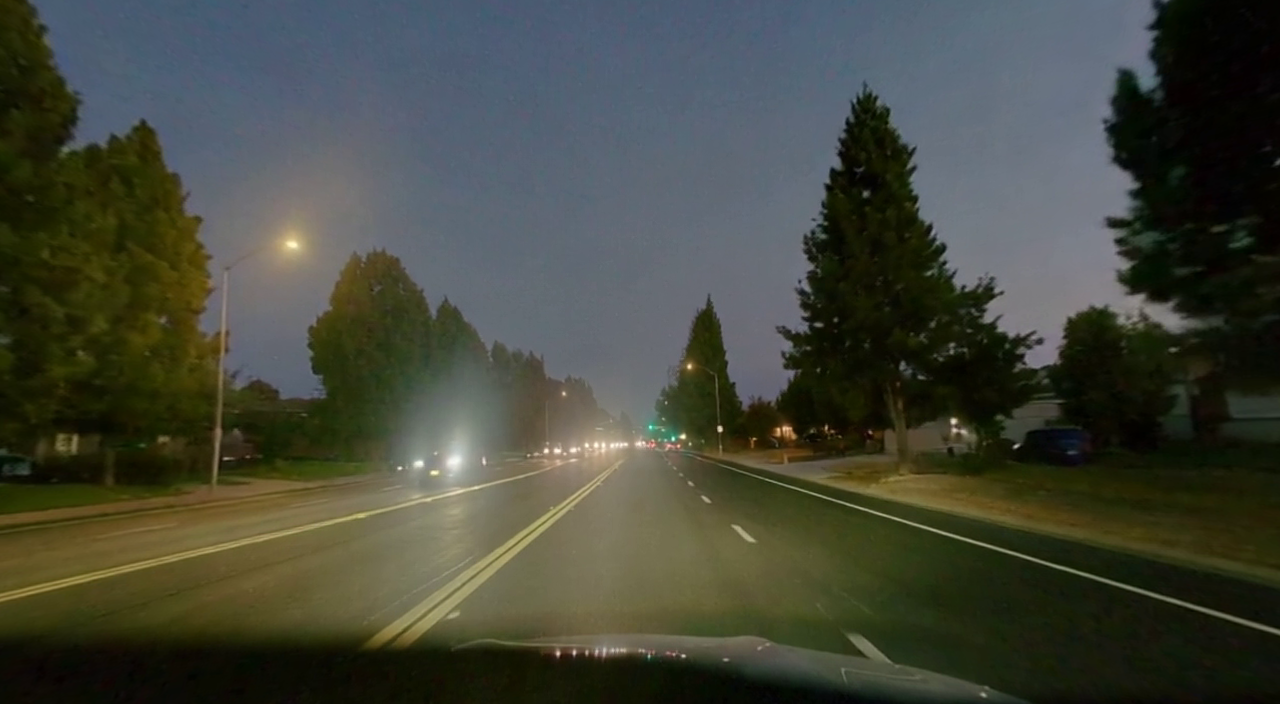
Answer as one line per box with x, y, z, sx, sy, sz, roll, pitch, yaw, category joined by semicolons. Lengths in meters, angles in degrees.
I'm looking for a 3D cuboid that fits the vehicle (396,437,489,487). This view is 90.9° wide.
-7.047;3.971;23.043;1.943;1.623;4.190;0;-8;1;vehicle
